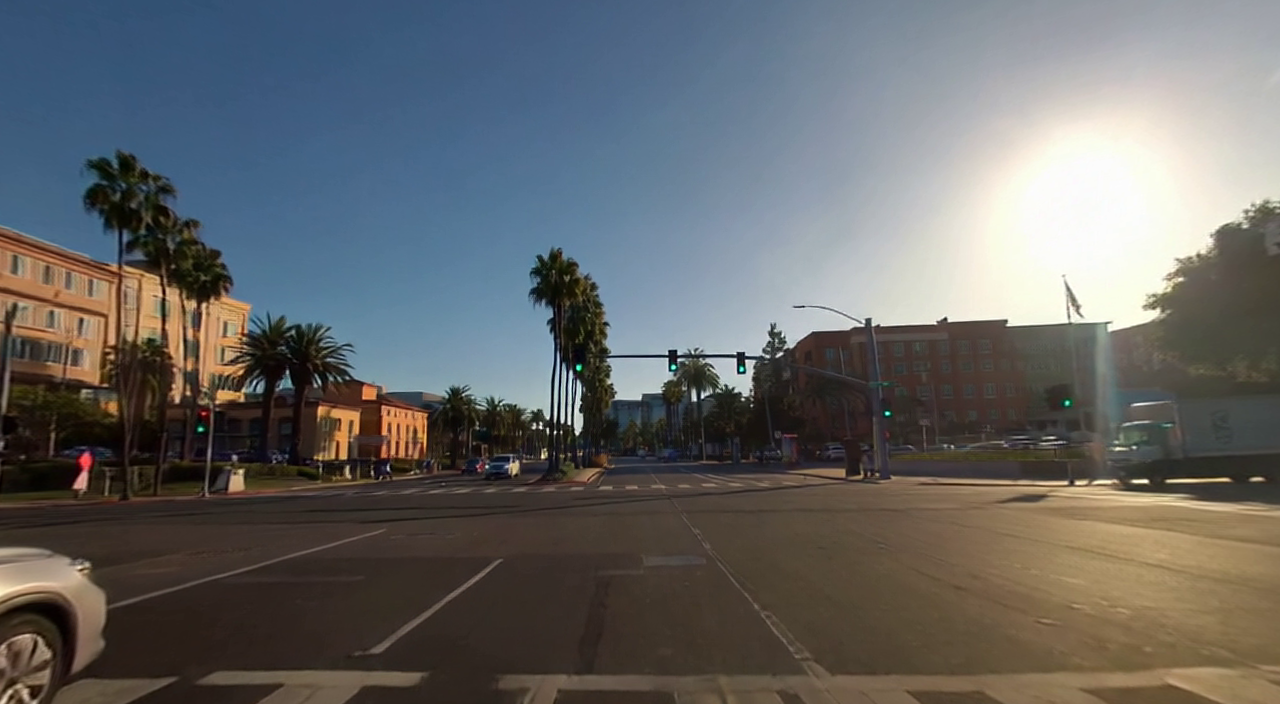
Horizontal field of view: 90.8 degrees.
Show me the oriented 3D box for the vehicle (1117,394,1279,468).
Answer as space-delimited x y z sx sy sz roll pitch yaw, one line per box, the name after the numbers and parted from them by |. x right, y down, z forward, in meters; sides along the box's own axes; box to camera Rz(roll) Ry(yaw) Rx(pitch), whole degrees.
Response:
32.663 4.595 35.784 2.863 3.609 10.252 0 -8 -3 | vehicle

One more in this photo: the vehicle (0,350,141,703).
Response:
-3.574 0.594 0.868 2.026 1.723 4.832 1 -9 -4 | vehicle

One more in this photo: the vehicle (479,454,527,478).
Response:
-8.876 7.416 41.343 2.095 1.482 4.523 0 -9 0 | vehicle
